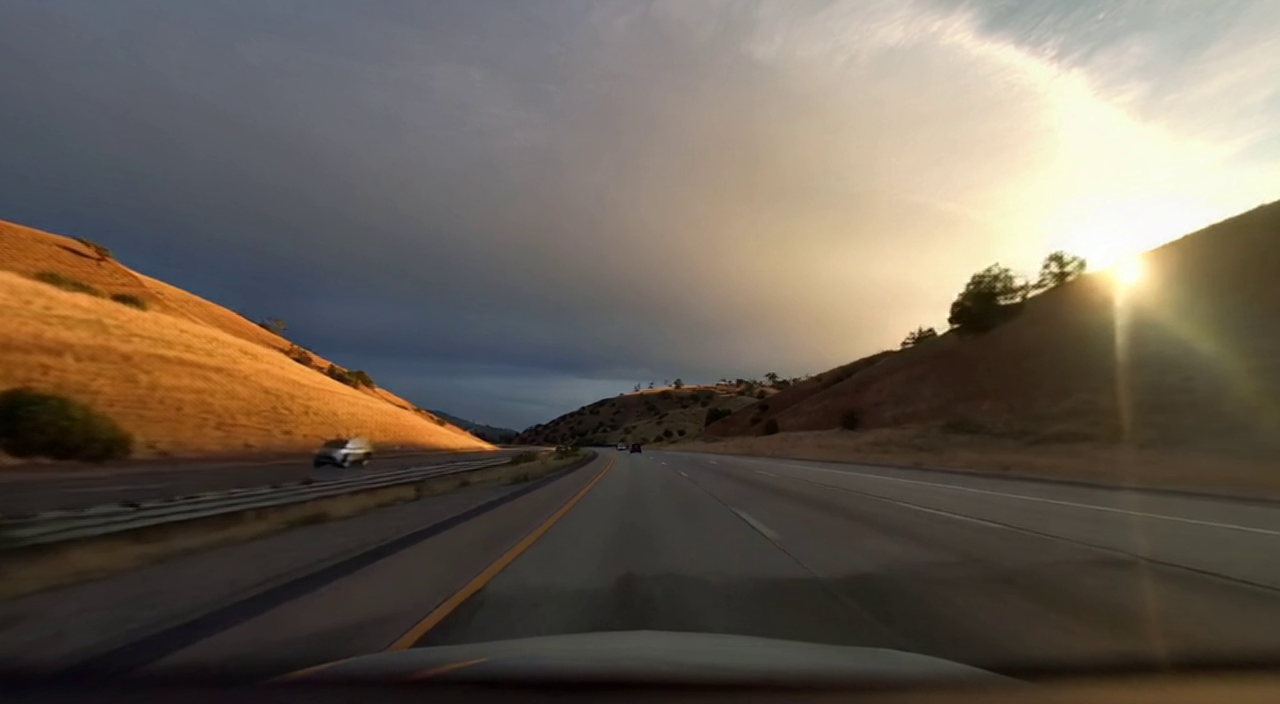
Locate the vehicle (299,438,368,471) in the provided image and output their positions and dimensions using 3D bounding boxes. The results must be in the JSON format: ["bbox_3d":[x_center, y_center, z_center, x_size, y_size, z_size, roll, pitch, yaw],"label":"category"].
[{"bbox_3d":[-18.354,6.105,38.027,1.963,1.828,4.594,-1,-8,-2],"label":"vehicle"}]
